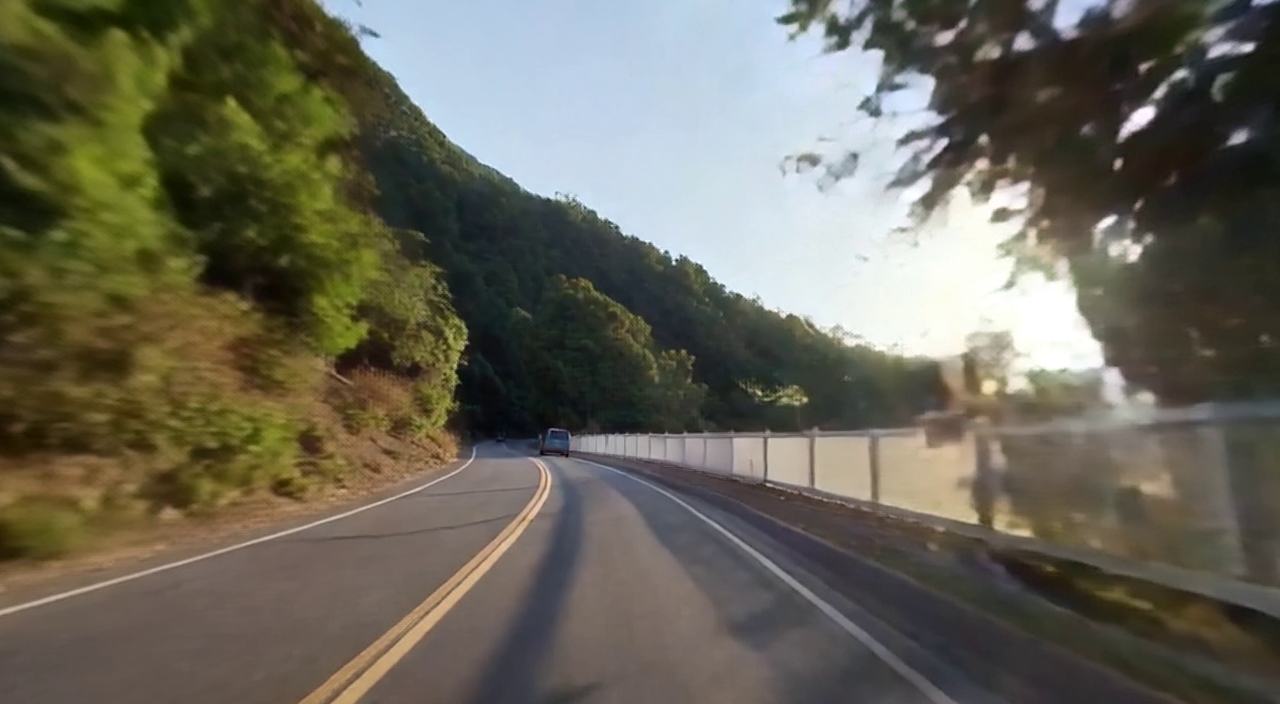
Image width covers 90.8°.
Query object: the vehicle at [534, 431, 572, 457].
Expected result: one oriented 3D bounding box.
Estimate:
[{"bbox_3d":[-6.762,7.096,48.659,2.439,1.912,5.605,2,-9,-12],"label":"vehicle"}]
